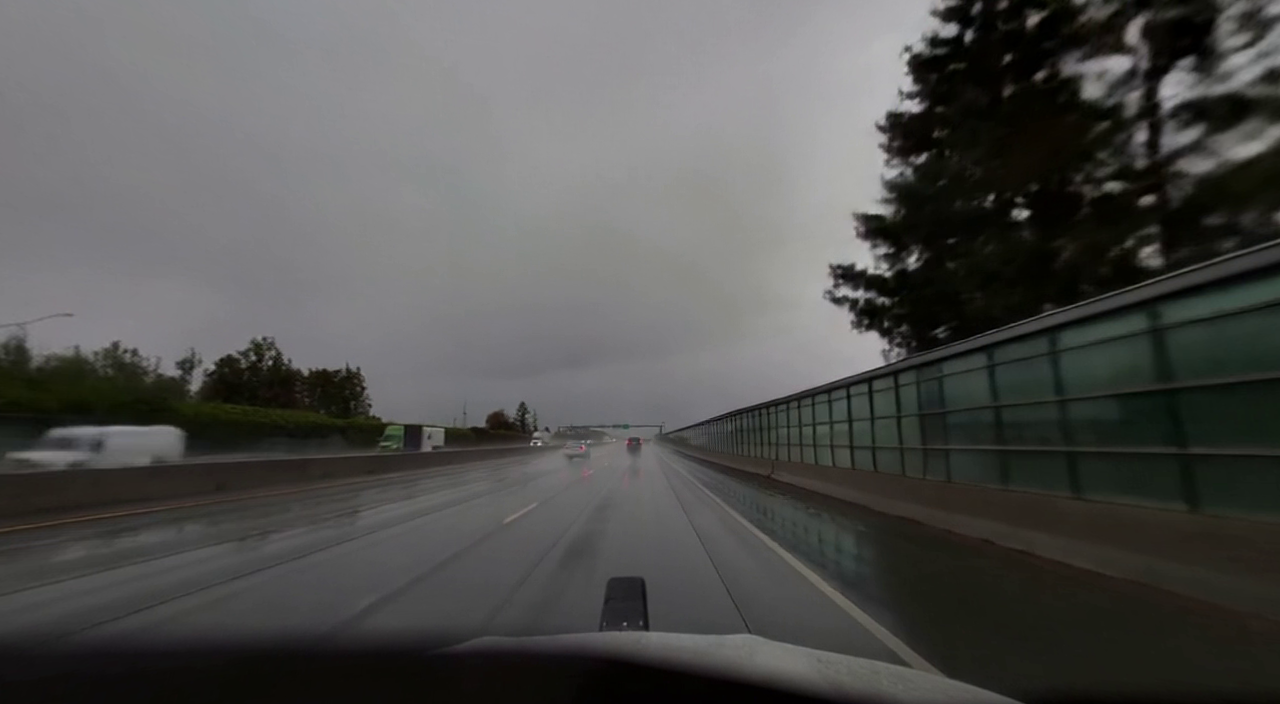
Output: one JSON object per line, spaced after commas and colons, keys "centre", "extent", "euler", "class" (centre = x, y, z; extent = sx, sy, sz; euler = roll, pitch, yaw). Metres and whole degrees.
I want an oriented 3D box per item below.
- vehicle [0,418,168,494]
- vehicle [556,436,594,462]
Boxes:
{"centre": [-20.245, 3.640, 22.326], "extent": [2.251, 2.311, 5.834], "euler": [0, -8, 0], "class": "vehicle"}
{"centre": [-4.216, 6.404, 41.509], "extent": [2.063, 1.598, 4.189], "euler": [0, -8, 0], "class": "vehicle"}
